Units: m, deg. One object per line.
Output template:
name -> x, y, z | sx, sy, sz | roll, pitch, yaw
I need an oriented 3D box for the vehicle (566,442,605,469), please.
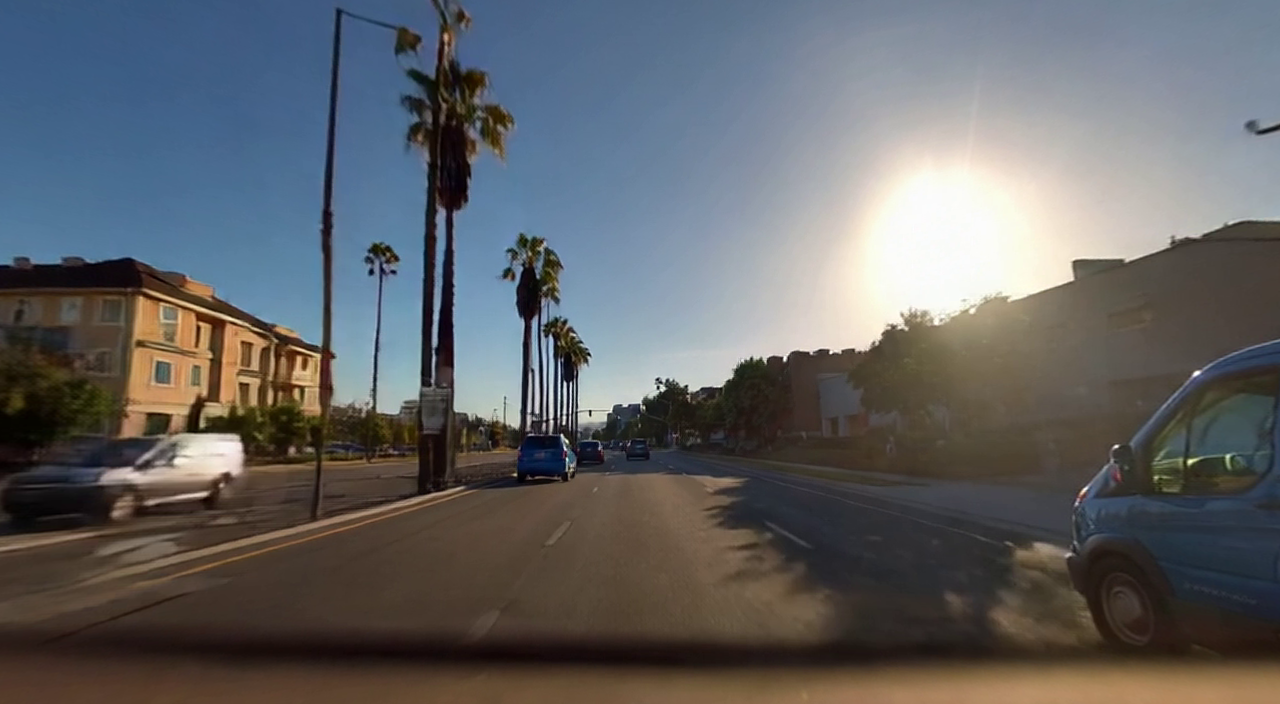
vehicle -> -2.982, 5.771, 35.409 | 1.869, 1.454, 4.142 | 0, -9, -1

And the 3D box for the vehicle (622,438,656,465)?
vehicle -> -0.119, 6.948, 44.315 | 2.191, 1.761, 3.857 | 0, -9, -2

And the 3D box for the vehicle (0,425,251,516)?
vehicle -> -11.787, 2.682, 14.848 | 2.242, 1.770, 4.782 | 0, -9, 0

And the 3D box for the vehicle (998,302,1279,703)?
vehicle -> 3.744, 0.689, 2.100 | 2.234, 1.912, 4.847 | 0, -9, 0

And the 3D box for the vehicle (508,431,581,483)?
vehicle -> -3.370, 3.806, 23.080 | 1.967, 1.703, 4.157 | 0, -9, 0
